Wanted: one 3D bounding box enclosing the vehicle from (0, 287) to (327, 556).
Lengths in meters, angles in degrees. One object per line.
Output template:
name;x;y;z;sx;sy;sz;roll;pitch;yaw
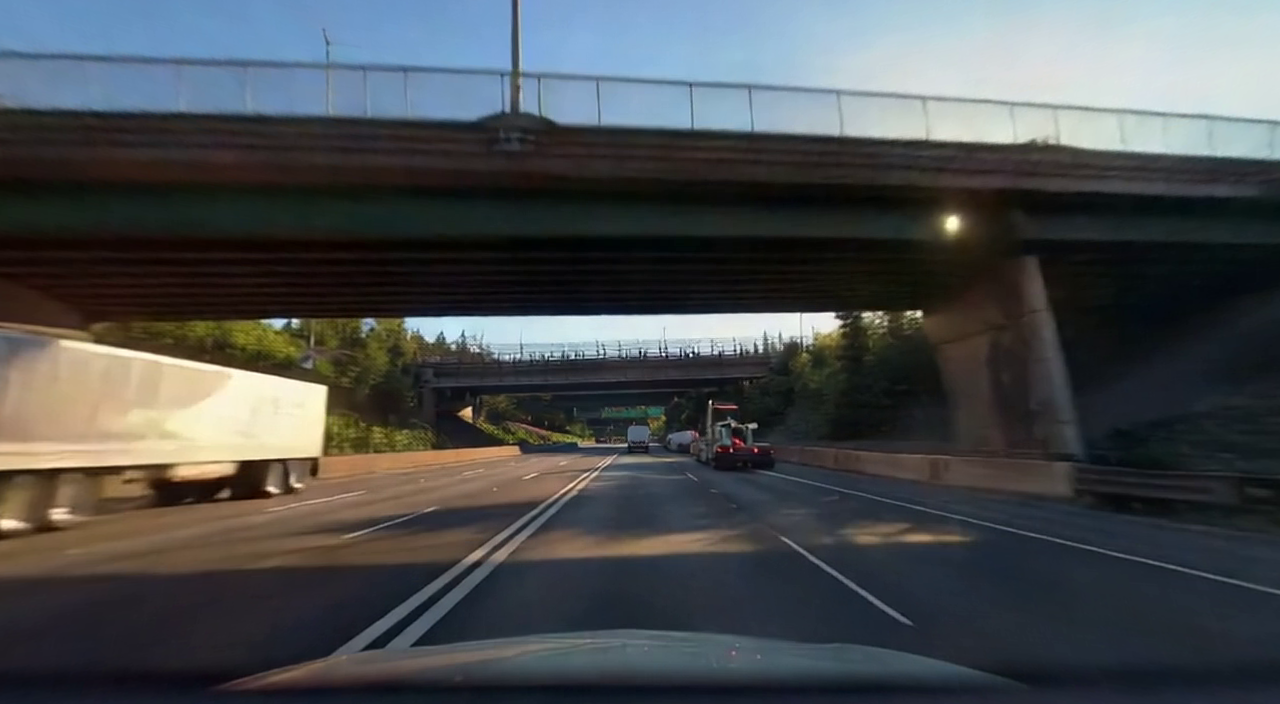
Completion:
vehicle;-10.898;1.481;12.446;2.872;3.937;12.888;0;-8;0

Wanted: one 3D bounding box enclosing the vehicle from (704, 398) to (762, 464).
vehicle;5.788;5.123;40.351;2.867;3.751;7.735;-1;-8;3
